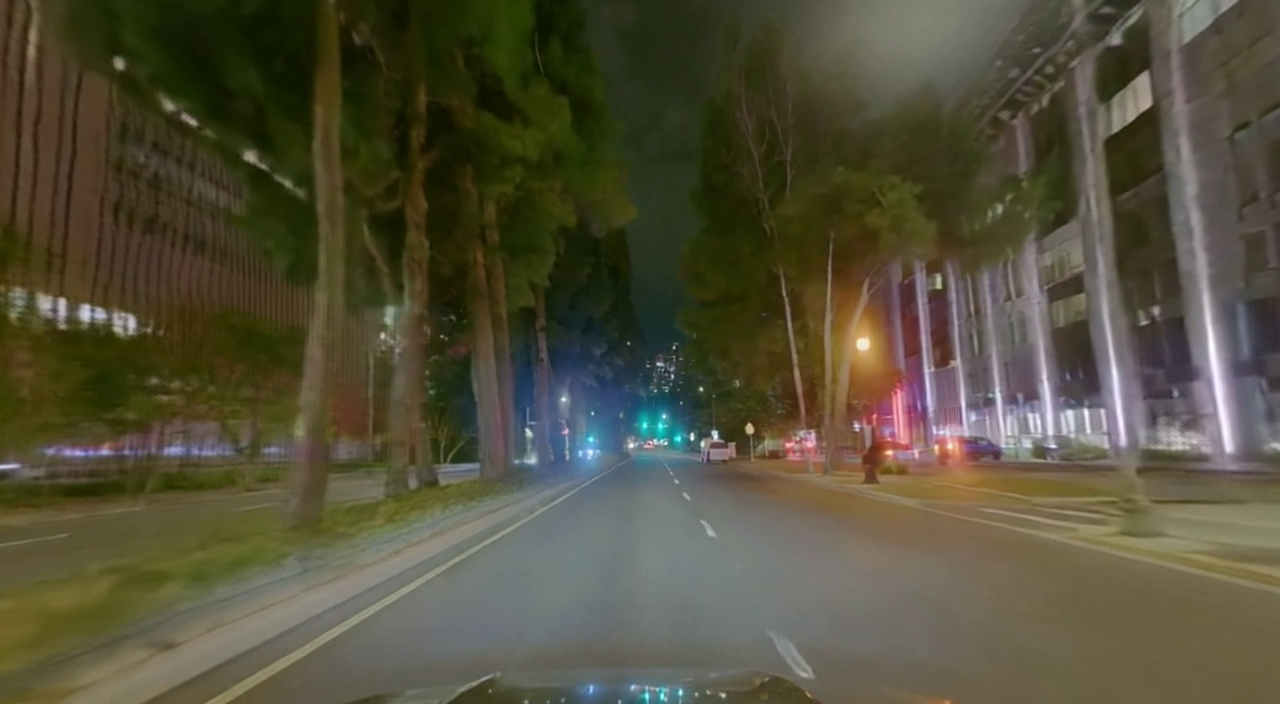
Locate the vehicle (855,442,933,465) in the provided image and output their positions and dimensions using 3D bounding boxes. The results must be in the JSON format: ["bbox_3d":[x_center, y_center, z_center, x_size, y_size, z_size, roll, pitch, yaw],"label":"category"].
[{"bbox_3d":[16.389,6.550,40.789,4.276,1.397,1.786,0,-8,0],"label":"vehicle"}]

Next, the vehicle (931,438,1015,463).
[{"bbox_3d":[21.316,6.289,40.473,4.333,1.491,1.744,-1,-7,1],"label":"vehicle"}]

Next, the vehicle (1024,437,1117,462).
[{"bbox_3d":[27.519,6.214,40.361,4.560,1.444,1.929,-1,-8,-2],"label":"vehicle"}]
